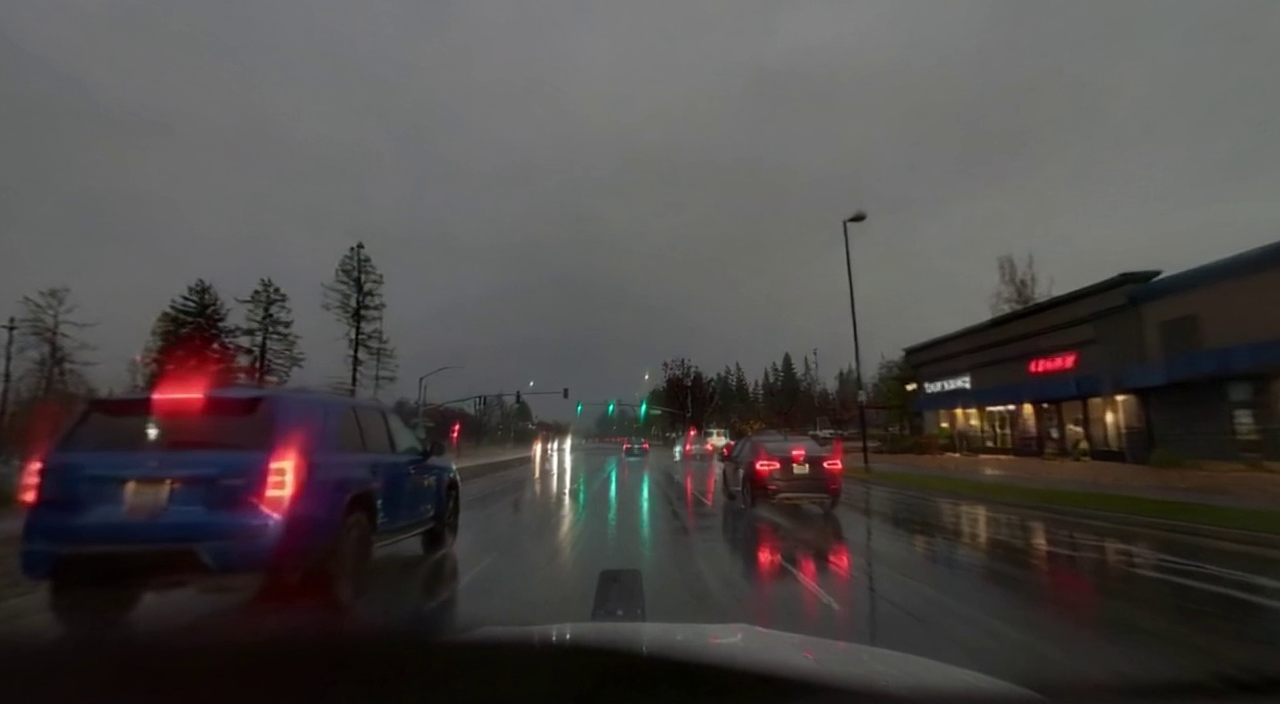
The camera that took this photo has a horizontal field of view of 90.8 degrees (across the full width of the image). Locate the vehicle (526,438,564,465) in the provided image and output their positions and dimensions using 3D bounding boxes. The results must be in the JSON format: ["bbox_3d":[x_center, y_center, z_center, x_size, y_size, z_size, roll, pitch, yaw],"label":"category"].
[{"bbox_3d":[-6.787,7.130,45.472,2.136,1.837,4.669,0,-8,-2],"label":"vehicle"}]

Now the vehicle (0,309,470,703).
[{"bbox_3d":[-3.357,1.172,5.840,2.368,2.037,5.319,0,-9,-4],"label":"vehicle"}]

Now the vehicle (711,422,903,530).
[{"bbox_3d":[2.759,2.199,11.833,2.174,1.596,4.779,0,-8,-1],"label":"vehicle"}]

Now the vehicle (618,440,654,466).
[{"bbox_3d":[-0.280,6.100,38.127,2.008,1.464,4.052,0,-8,-1],"label":"vehicle"}]

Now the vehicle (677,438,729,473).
[{"bbox_3d":[2.868,4.811,29.607,1.842,1.480,4.155,0,-8,-2],"label":"vehicle"}]
